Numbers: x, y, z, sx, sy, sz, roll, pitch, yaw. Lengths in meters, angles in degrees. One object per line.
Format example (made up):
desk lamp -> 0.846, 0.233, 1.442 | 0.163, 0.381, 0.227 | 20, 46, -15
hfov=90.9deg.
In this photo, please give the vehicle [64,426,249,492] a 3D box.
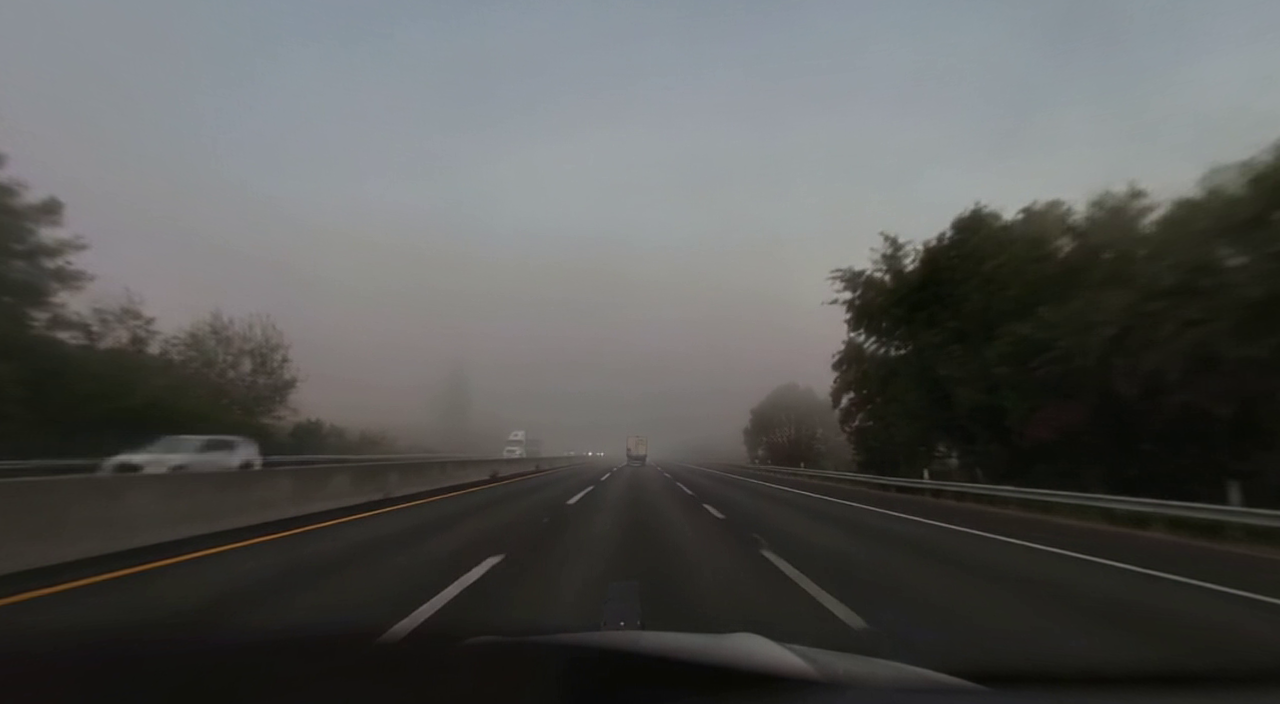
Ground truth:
vehicle -> -15.169, 3.408, 20.239 | 2.039, 1.831, 4.817 | 0, -9, 0
